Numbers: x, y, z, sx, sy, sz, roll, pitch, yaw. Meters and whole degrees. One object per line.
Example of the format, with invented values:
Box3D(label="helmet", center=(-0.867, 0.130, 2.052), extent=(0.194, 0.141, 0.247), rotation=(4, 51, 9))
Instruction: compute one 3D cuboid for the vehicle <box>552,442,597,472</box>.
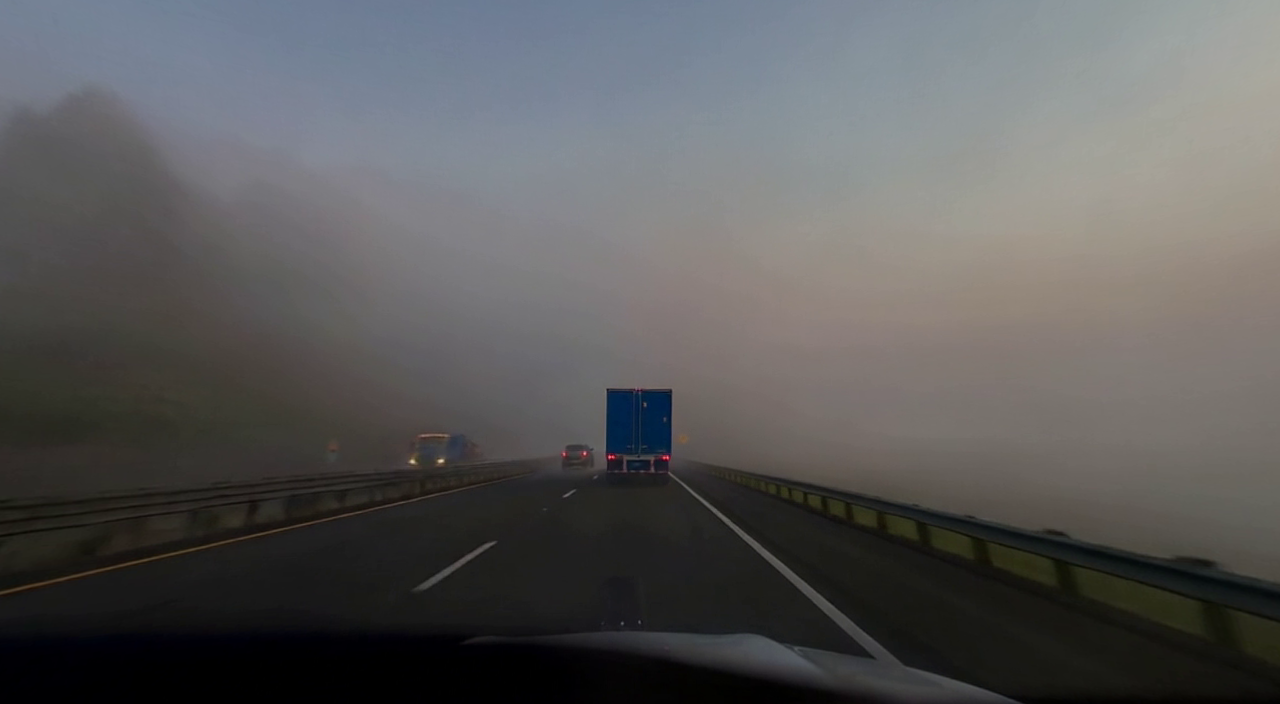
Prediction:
Box3D(label="vehicle", center=(-3.789, 6.201, 37.414), extent=(2.160, 1.661, 4.388), rotation=(0, -9, 1))

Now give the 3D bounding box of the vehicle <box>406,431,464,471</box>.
Box3D(label="vehicle", center=(-14.988, 7.287, 46.535), extent=(2.288, 2.708, 5.765), rotation=(0, -9, 0))

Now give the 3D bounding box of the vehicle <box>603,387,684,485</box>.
Box3D(label="vehicle", center=(0.030, 3.676, 27.134), extent=(2.913, 3.530, 8.648), rotation=(0, -9, -1))
